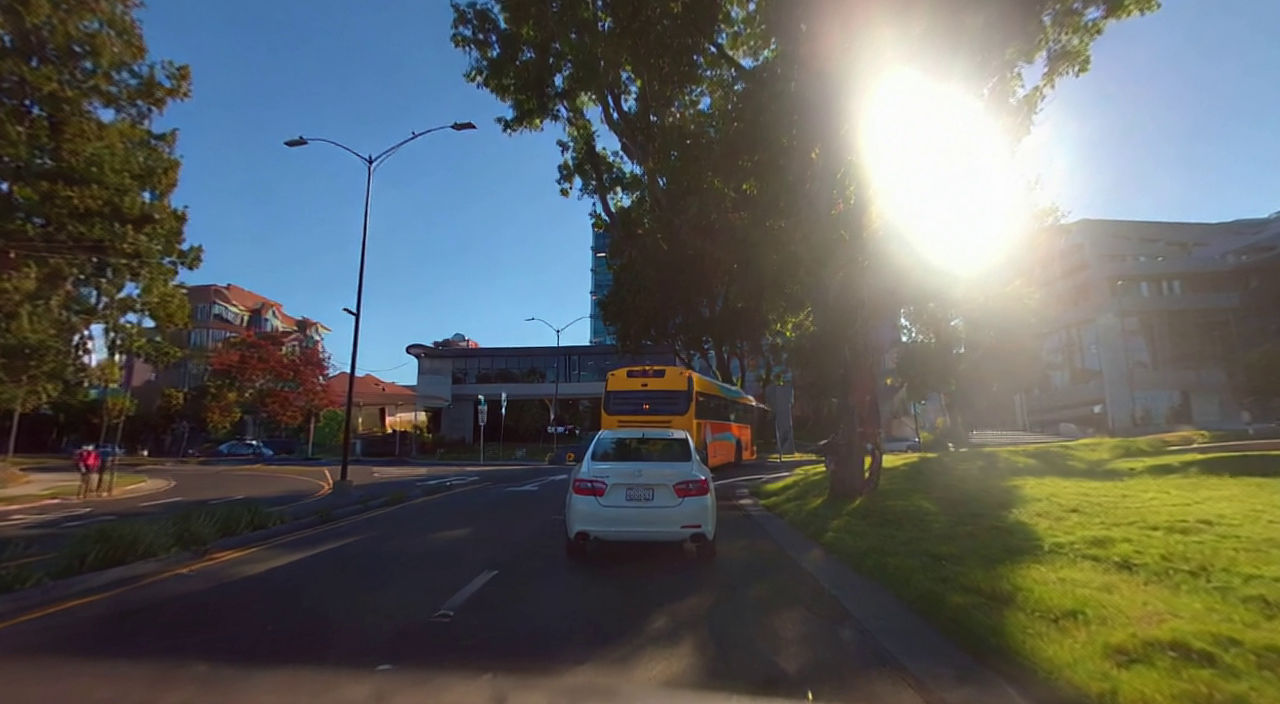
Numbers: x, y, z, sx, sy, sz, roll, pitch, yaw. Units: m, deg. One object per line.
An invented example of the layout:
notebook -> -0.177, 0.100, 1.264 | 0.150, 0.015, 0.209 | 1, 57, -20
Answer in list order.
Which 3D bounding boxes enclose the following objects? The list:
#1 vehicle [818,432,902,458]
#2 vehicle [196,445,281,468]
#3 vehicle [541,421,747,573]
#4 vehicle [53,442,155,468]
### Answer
vehicle -> 12.921, 5.475, 37.117 | 4.338, 1.464, 1.782 | -5, -10, 29
vehicle -> -25.996, 6.791, 41.005 | 4.403, 1.422, 1.697 | 4, -9, -25
vehicle -> 0.078, 1.714, 8.213 | 2.020, 1.478, 3.922 | 0, -8, 1
vehicle -> -32.071, 6.172, 37.885 | 4.473, 1.442, 1.743 | 7, -11, -39
